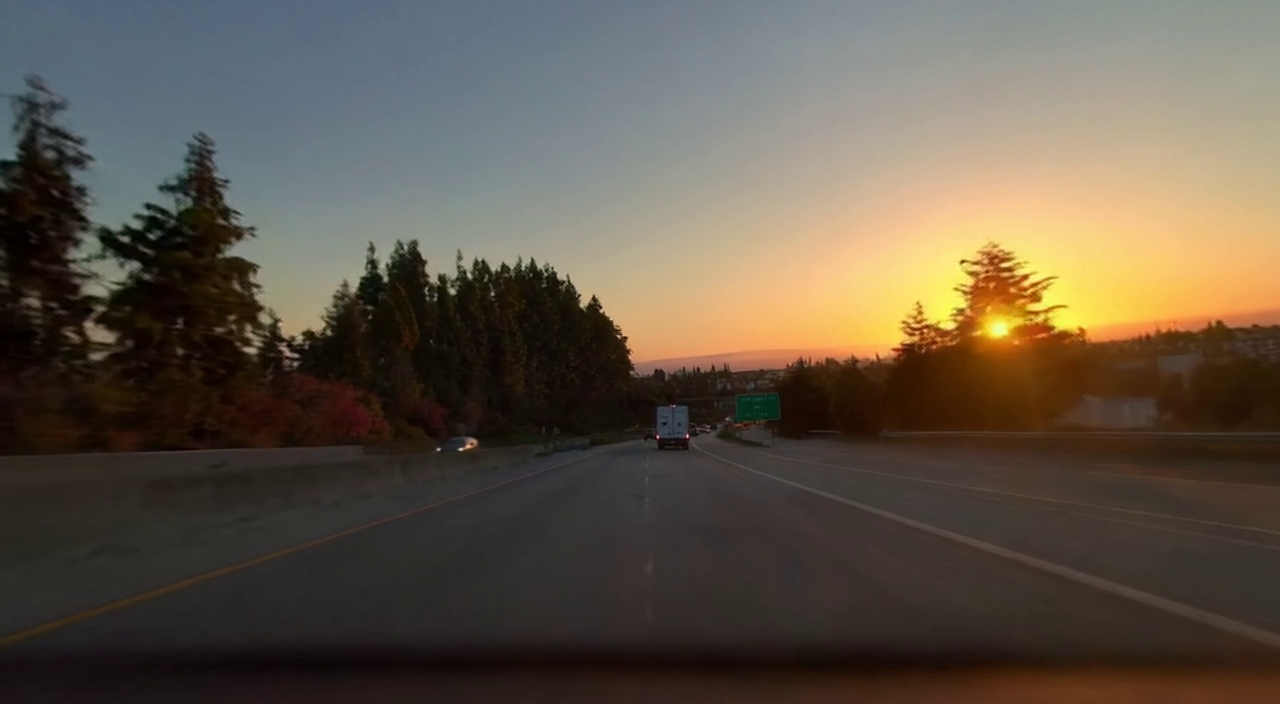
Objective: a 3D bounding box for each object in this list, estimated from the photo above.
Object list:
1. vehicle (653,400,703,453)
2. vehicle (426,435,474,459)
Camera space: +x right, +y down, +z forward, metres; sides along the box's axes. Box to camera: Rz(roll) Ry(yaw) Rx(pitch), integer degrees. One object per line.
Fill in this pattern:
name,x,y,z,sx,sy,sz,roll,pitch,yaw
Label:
vehicle,2.757,5.822,48.702,3.200,3.651,8.416,0,-8,-1
vehicle,-13.917,6.980,46.474,2.112,1.654,4.481,-1,-8,1
